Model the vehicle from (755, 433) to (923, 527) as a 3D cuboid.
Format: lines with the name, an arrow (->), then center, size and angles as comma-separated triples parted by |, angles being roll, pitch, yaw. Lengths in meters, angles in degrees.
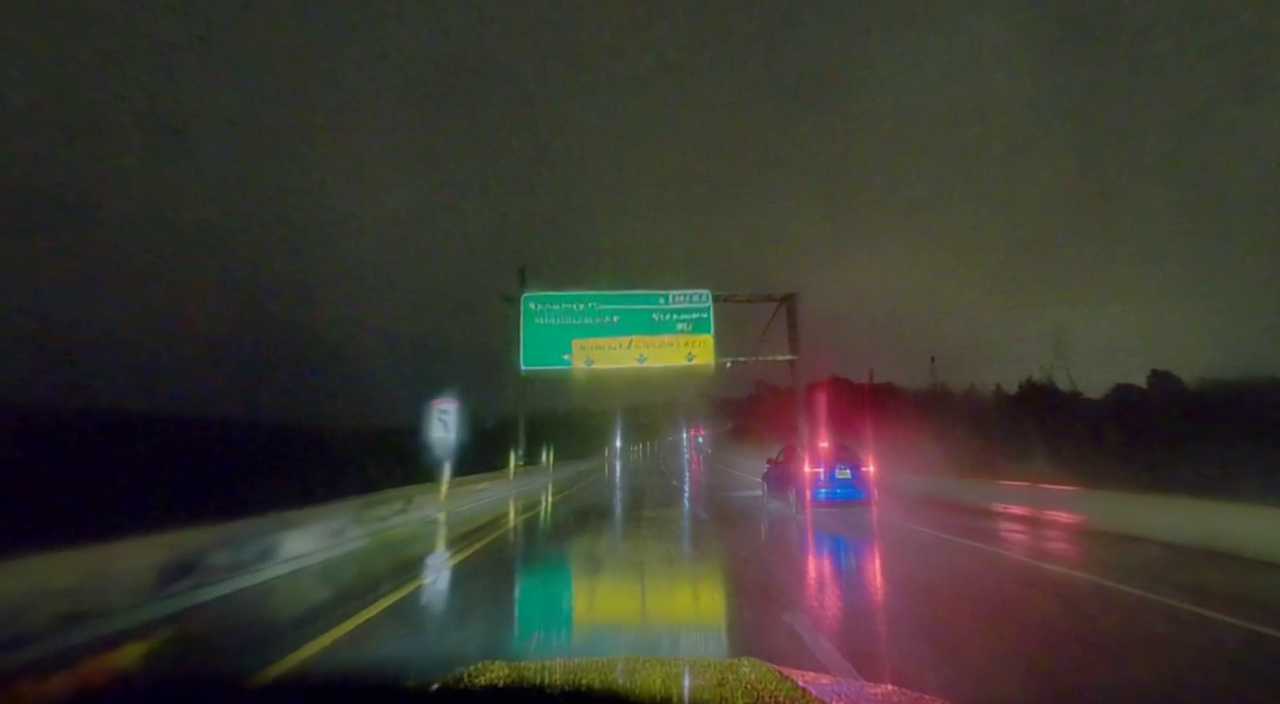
vehicle -> 3.645, 2.406, 12.423 | 1.997, 1.515, 4.025 | 0, -8, 0
